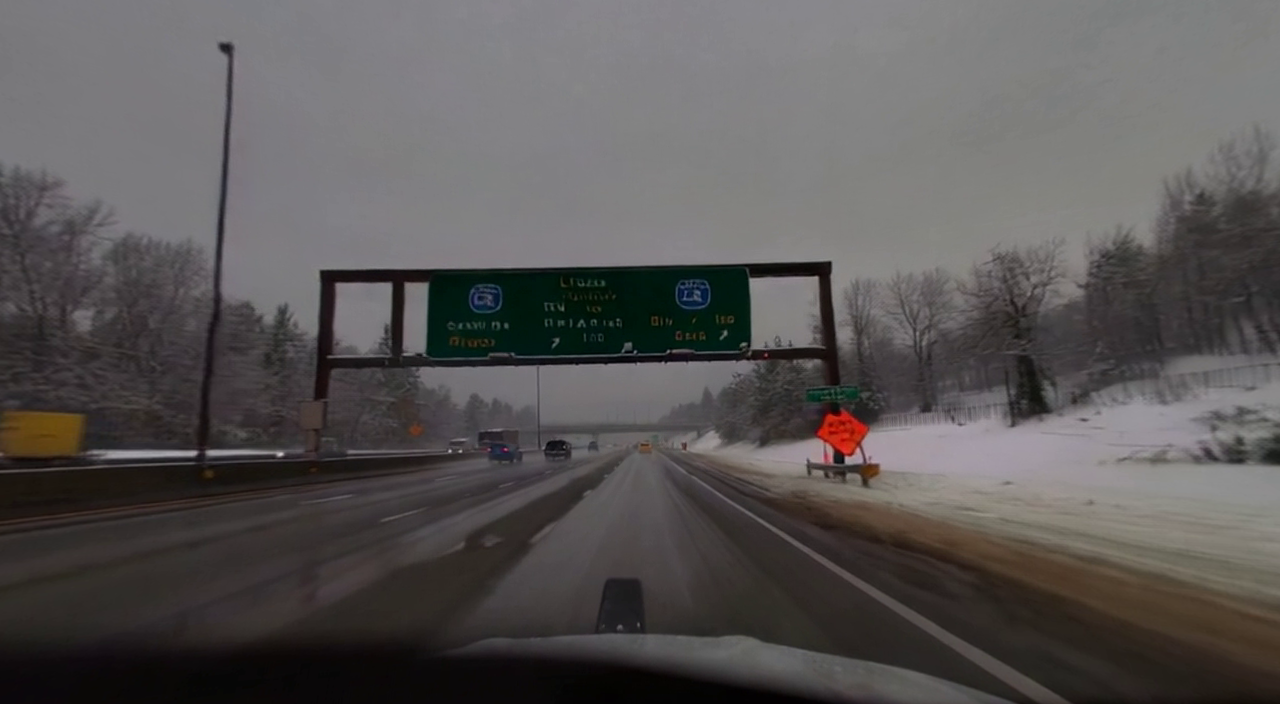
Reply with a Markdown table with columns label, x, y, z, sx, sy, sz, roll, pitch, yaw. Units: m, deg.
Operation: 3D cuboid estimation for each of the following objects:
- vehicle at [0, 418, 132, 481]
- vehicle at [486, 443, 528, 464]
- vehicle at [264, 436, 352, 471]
| label | x | y | z | sx | sy | sz | roll | pitch | yaw |
| --- | --- | --- | --- | --- | --- | --- | --- | --- | --- |
| vehicle | -30.221 | 4.901 | 31.724 | 2.768 | 2.789 | 7.712 | 0 | -9 | 0 |
| vehicle | -9.952 | 7.649 | 47.498 | 2.122 | 1.511 | 4.576 | 0 | -9 | 0 |
| vehicle | -18.837 | 5.769 | 36.077 | 2.098 | 1.845 | 5.358 | 0 | -9 | 1 |
